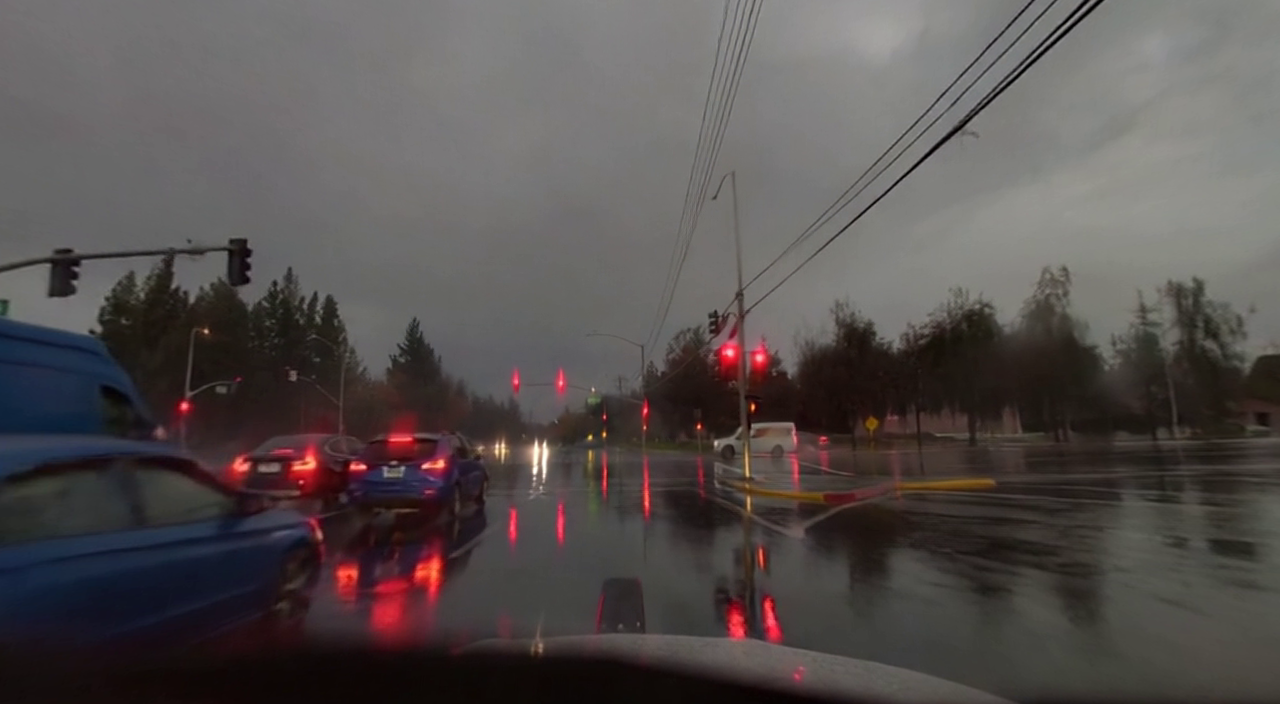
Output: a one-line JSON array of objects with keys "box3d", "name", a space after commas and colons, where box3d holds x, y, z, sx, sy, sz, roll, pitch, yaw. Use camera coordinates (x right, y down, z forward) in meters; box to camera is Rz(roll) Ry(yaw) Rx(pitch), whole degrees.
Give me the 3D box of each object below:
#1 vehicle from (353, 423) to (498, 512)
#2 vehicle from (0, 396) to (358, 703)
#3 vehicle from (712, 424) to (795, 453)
[{"box3d": [-4.282, 2.366, 13.266, 1.815, 1.569, 3.940, 1, -9, -3], "name": "vehicle"}, {"box3d": [-3.550, 1.057, 3.344, 2.019, 1.485, 4.565, 0, -9, -1], "name": "vehicle"}, {"box3d": [7.007, 5.338, 38.946, 4.884, 1.714, 2.021, -1, -9, 10], "name": "vehicle"}]
